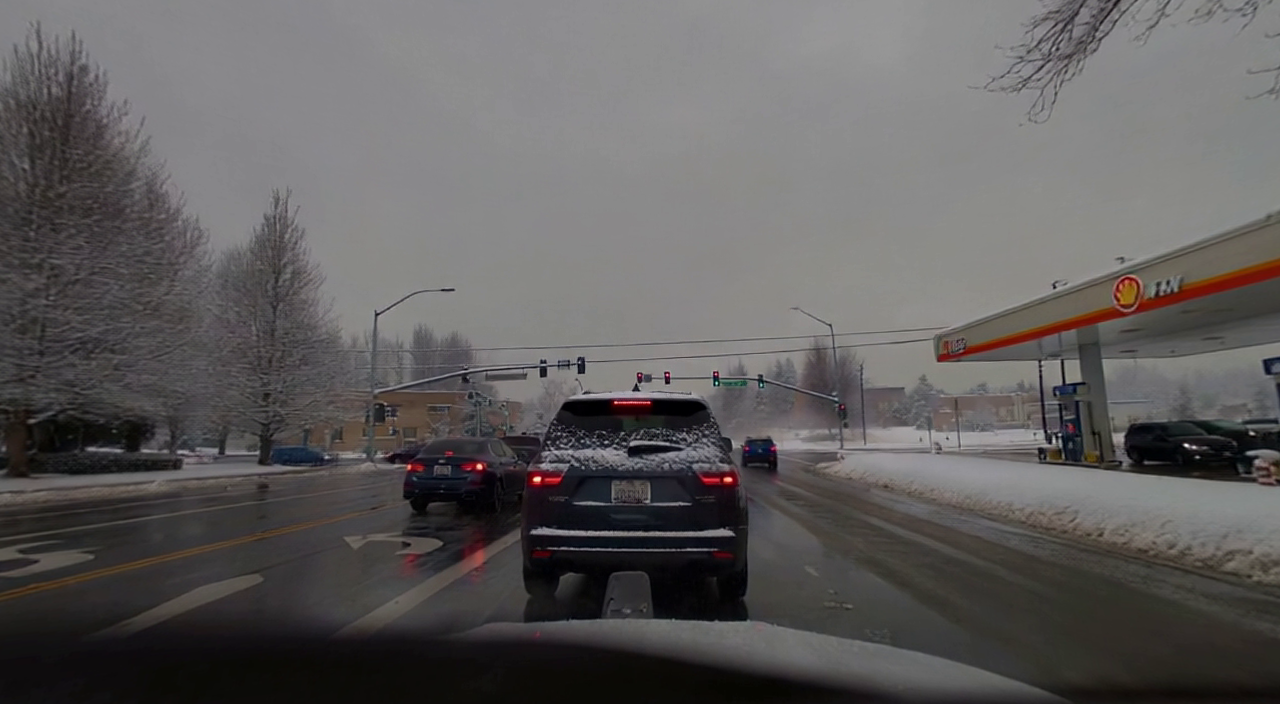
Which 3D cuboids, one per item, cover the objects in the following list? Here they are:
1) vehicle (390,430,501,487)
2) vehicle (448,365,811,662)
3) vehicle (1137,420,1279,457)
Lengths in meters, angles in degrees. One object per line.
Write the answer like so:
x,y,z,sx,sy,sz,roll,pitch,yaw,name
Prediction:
-6.650,3.707,22.186,2.065,1.753,4.525,-1,-9,6,vehicle
0.014,1.316,6.131,2.236,1.819,4.291,-1,-9,2,vehicle
25.956,3.969,28.789,4.551,1.616,1.973,-2,-9,11,vehicle
